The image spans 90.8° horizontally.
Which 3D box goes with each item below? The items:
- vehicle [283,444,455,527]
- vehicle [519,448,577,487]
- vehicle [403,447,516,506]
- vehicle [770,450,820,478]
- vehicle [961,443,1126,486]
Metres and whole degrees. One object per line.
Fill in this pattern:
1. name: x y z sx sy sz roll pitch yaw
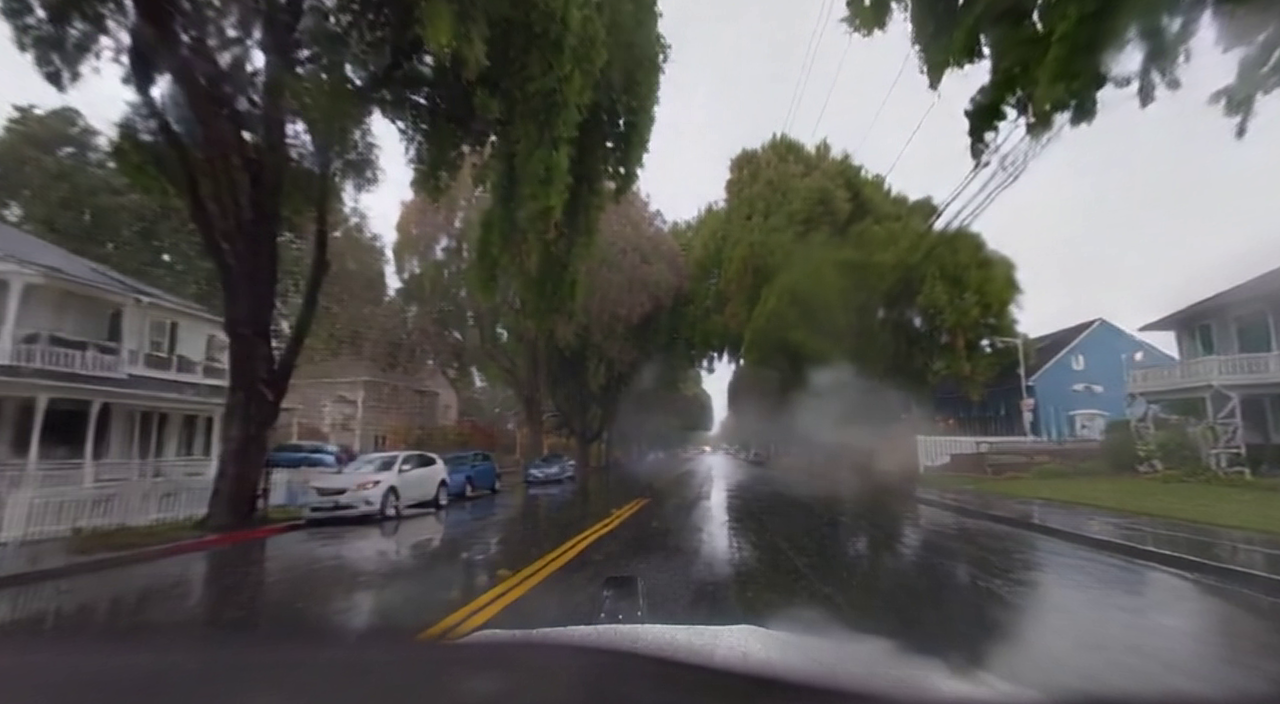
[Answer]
1. vehicle: -6.584 3.246 16.056 1.975 1.775 4.509 -1 -8 7
2. vehicle: -4.623 5.886 32.521 1.970 1.785 4.274 -1 -8 5
3. vehicle: -5.863 4.065 21.146 1.913 1.723 4.318 -2 -9 9
4. vehicle: 9.191 6.657 37.896 2.052 1.476 4.438 -3 -9 3
5. vehicle: 14.954 4.193 23.712 4.716 1.480 2.023 -1 -8 8
